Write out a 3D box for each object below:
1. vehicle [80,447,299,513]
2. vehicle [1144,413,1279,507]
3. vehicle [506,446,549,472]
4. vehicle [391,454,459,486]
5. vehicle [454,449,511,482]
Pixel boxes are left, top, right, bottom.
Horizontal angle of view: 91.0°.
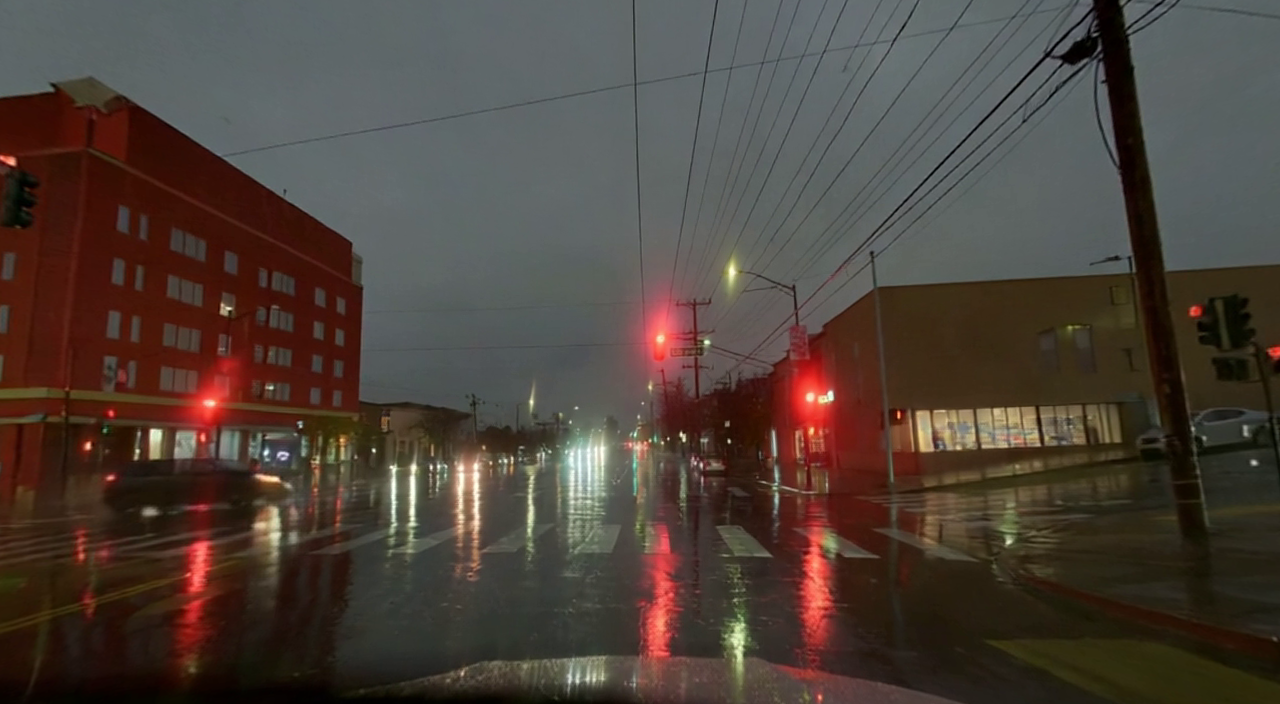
[{"bbox_3d":[-12.480,3.560,17.888,4.525,1.650,2.120,4,-9,-20],"label":"vehicle"},{"bbox_3d":[12.737,2.167,12.822,3.234,1.746,1.941,0,-9,-2],"label":"vehicle"},{"bbox_3d":[-8.197,7.830,46.298,2.096,1.830,4.752,0,-9,2],"label":"vehicle"},{"bbox_3d":[-12.028,6.605,35.620,1.943,1.574,4.727,0,-9,3],"label":"vehicle"},{"bbox_3d":[-8.710,6.313,35.219,2.020,1.672,3.842,0,-9,3],"label":"vehicle"}]
